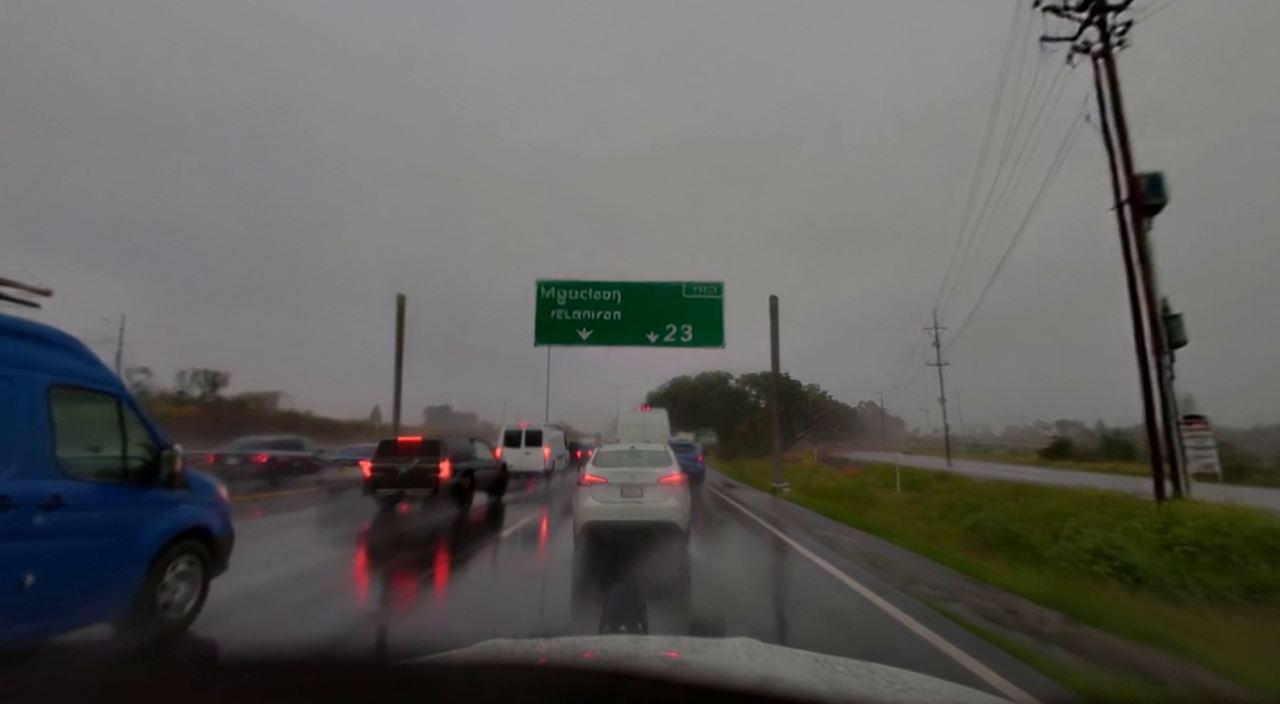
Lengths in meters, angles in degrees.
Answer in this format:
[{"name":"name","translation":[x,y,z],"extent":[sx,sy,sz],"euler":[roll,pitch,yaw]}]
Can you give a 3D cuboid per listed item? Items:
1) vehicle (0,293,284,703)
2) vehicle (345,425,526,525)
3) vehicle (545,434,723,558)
[{"name":"vehicle","translation":[-3.899,0.694,2.539],"extent":[2.142,1.952,4.556],"euler":[0,-8,1]},{"name":"vehicle","translation":[-3.881,2.413,12.906],"extent":[2.114,1.657,4.432],"euler":[0,-8,2]},{"name":"vehicle","translation":[-0.056,1.982,9.384],"extent":[2.054,1.421,4.090],"euler":[0,-8,0]}]
